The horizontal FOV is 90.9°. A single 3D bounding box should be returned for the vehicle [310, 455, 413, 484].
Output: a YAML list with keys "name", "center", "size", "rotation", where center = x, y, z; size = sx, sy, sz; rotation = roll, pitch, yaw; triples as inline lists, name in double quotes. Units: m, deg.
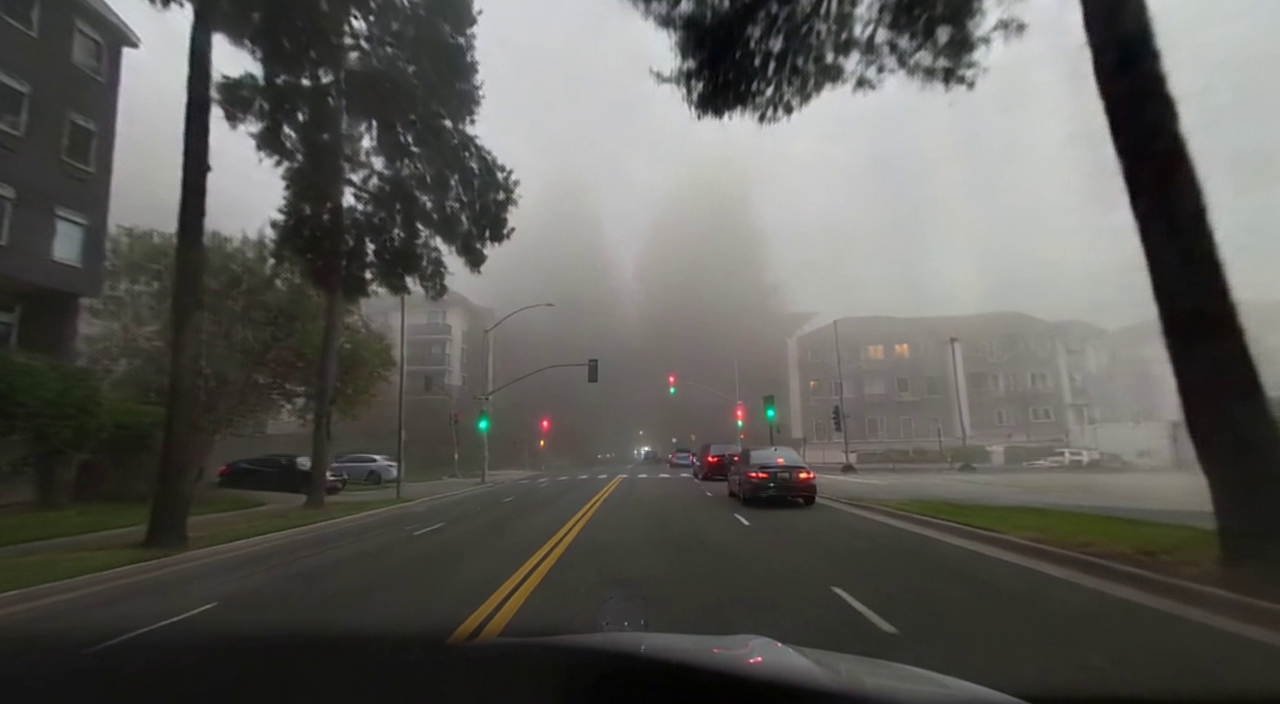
- name: "vehicle"
  center: [-15.202, 6.413, 34.547]
  size: [4.727, 1.483, 2.002]
  rotation: [-1, -8, 3]

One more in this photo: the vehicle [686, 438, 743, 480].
- name: "vehicle"
  center: [3.535, 5.139, 30.650]
  size: [2.199, 1.872, 4.513]
  rotation: [0, -8, 0]

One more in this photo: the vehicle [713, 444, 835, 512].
- name: "vehicle"
  center: [3.254, 3.147, 16.398]
  size: [2.078, 1.488, 4.741]
  rotation: [0, -8, -1]

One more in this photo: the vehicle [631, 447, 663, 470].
- name: "vehicle"
  center: [0.460, 7.404, 44.051]
  size: [2.097, 1.463, 4.043]
  rotation: [0, -8, -1]
